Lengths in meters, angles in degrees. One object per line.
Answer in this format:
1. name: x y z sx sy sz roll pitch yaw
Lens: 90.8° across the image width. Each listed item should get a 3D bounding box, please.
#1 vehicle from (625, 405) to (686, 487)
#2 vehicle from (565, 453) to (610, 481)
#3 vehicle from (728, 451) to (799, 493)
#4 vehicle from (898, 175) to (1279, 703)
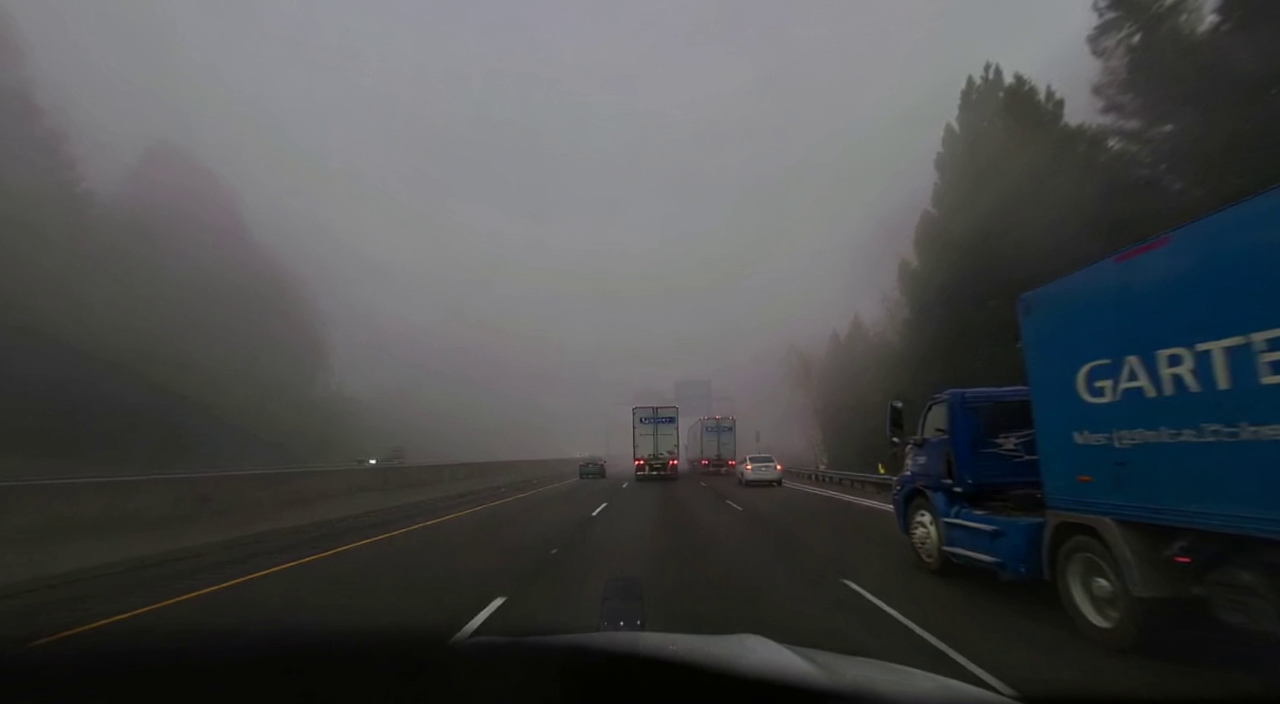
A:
1. vehicle: 0.776 5.170 34.673 2.864 3.805 9.709 0 -9 1
2. vehicle: -2.948 6.569 36.146 2.067 1.452 4.085 -1 -9 2
3. vehicle: 4.920 4.853 25.907 2.086 1.530 4.808 -1 -9 2
4. vehicle: 4.224 0.732 4.150 2.636 2.599 5.956 -1 -9 2
